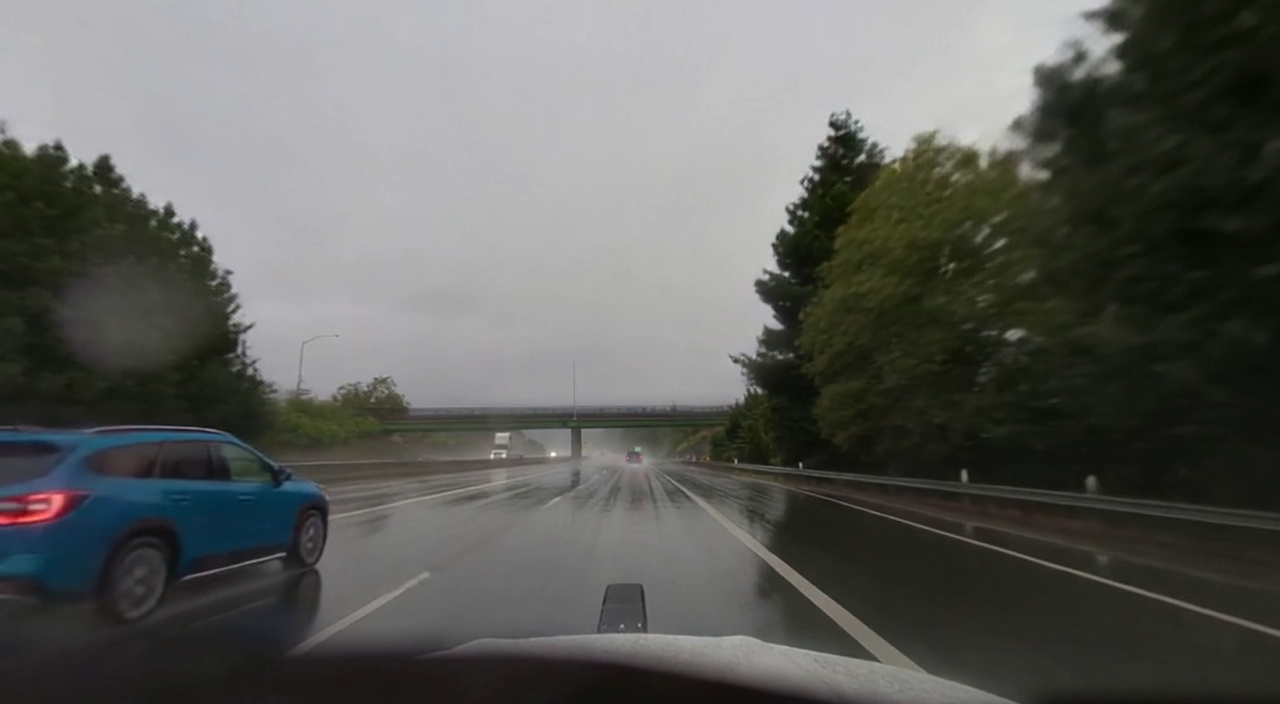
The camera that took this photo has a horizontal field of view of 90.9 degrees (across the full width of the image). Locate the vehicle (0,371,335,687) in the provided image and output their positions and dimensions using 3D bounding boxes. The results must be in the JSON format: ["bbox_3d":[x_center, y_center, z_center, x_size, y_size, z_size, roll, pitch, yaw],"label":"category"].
[{"bbox_3d":[-4.699,1.214,4.956,2.221,1.750,4.706,0,-9,0],"label":"vehicle"}]
